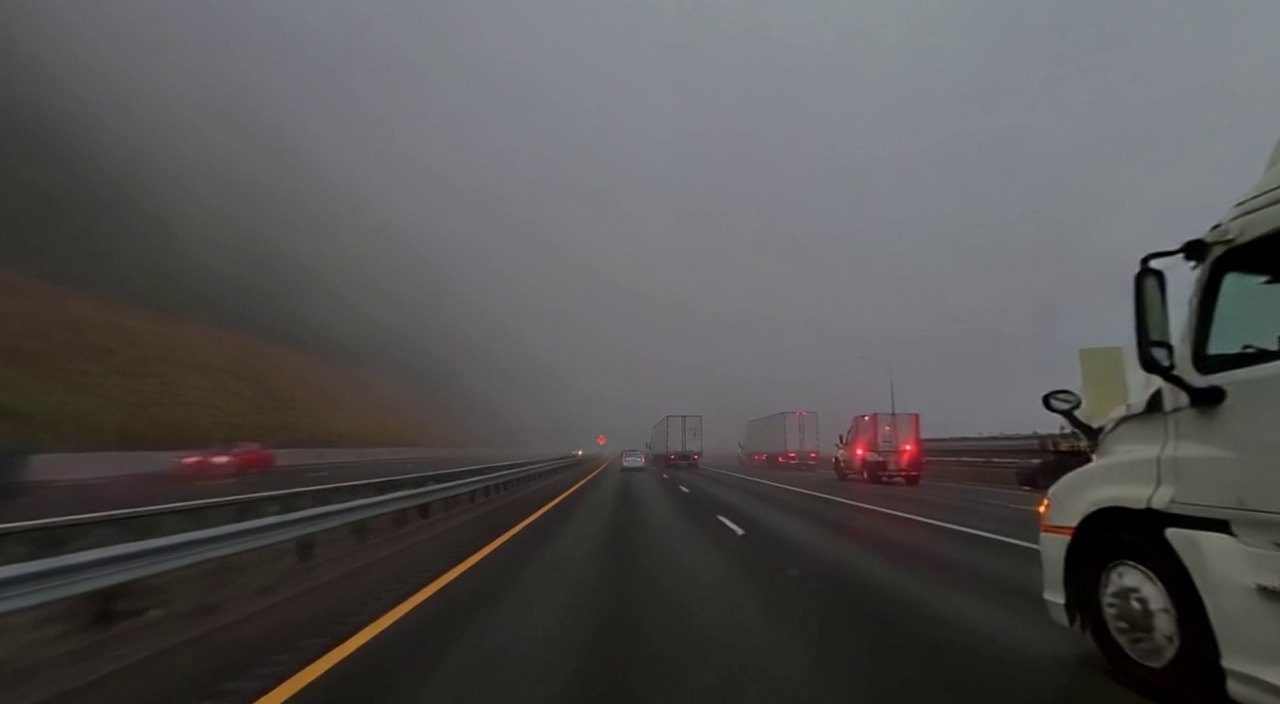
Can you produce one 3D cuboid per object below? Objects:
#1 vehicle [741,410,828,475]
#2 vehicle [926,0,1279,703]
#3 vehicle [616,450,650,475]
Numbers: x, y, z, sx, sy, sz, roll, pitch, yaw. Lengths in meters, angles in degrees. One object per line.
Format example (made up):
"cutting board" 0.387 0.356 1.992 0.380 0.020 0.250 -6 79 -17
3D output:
"vehicle" 10.390 6.928 47.628 2.854 4.112 14.088 0 -9 -2
"vehicle" 3.567 -0.357 1.171 2.990 3.934 6.180 0 -9 0
"vehicle" -0.454 6.660 38.257 1.927 1.437 3.794 0 -9 -1
